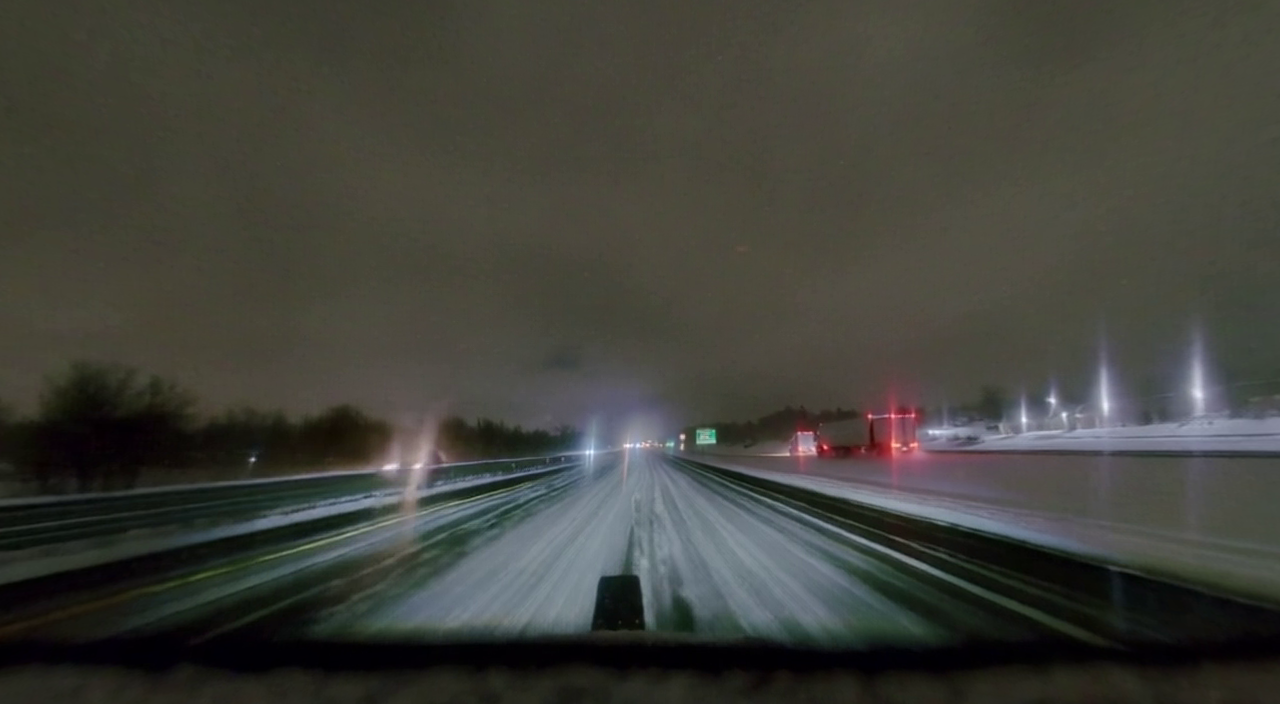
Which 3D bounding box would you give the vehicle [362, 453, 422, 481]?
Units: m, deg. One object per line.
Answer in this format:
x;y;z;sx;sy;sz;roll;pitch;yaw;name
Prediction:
-14.991;6.938;38.114;1.864;1.520;4.137;-1;-9;2;vehicle
